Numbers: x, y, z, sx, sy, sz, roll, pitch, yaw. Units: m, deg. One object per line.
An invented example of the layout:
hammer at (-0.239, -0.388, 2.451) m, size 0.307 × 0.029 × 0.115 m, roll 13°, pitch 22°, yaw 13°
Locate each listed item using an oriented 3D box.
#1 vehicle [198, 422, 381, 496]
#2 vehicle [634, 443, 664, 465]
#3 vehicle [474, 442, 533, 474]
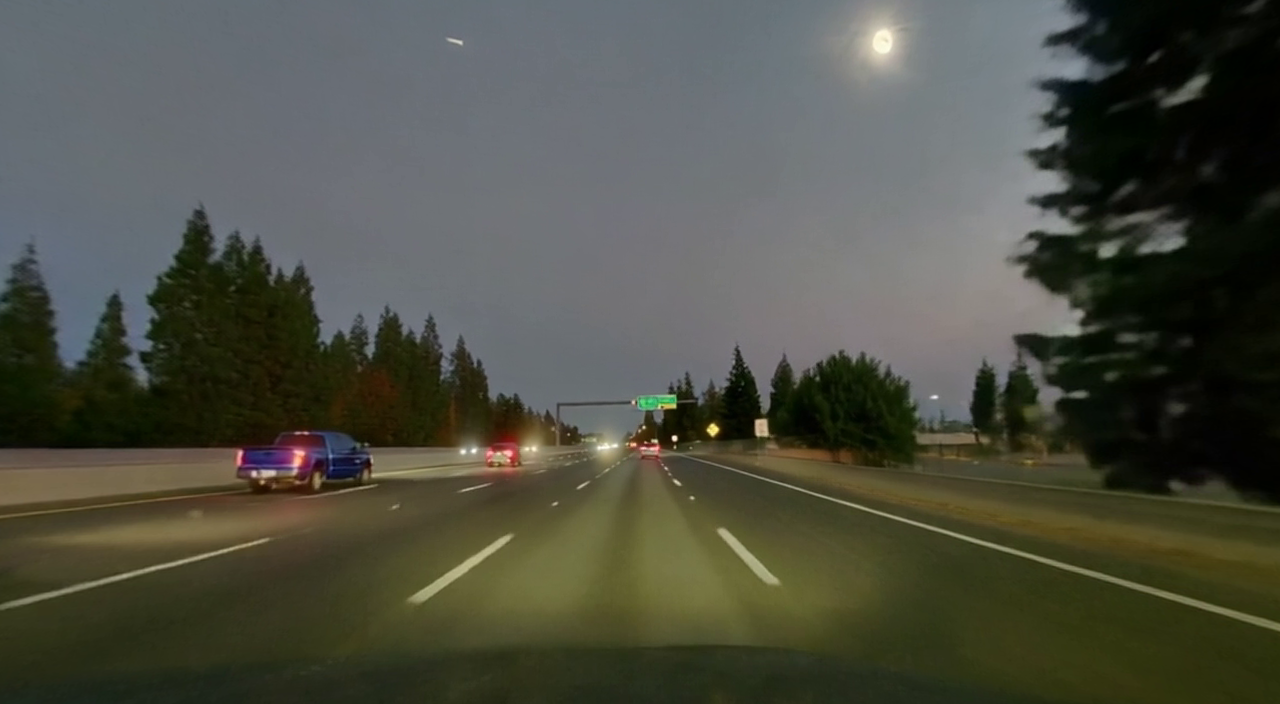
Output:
vehicle at (-10.740, 3.332, 20.087) m, size 2.347 × 1.984 × 5.778 m, roll -1°, pitch -8°, yaw 2°
vehicle at (0.663, 7.221, 44.942) m, size 1.984 × 1.471 × 4.202 m, roll -1°, pitch -8°, yaw 1°
vehicle at (-6.719, 5.239, 31.444) m, size 1.919 × 1.499 × 4.234 m, roll 0°, pitch -8°, yaw 1°
